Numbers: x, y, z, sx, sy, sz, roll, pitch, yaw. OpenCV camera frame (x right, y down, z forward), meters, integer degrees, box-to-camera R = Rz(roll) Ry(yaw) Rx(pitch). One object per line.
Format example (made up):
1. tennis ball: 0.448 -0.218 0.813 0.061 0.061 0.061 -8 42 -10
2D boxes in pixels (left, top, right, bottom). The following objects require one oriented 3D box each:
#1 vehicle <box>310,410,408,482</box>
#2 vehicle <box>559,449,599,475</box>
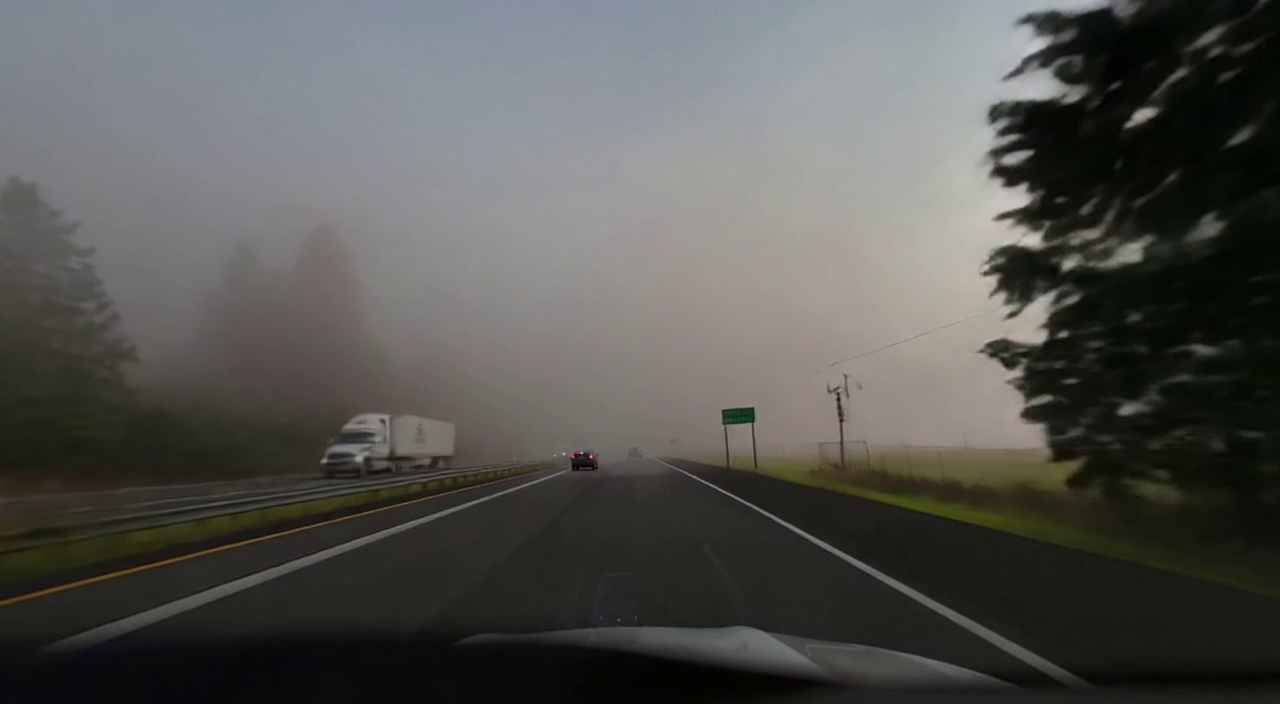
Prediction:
1. vehicle: -17.030 5.785 38.517 3.145 4.012 5.883 0 -9 -1
2. vehicle: -3.790 6.896 39.589 2.123 1.545 4.404 0 -9 0
